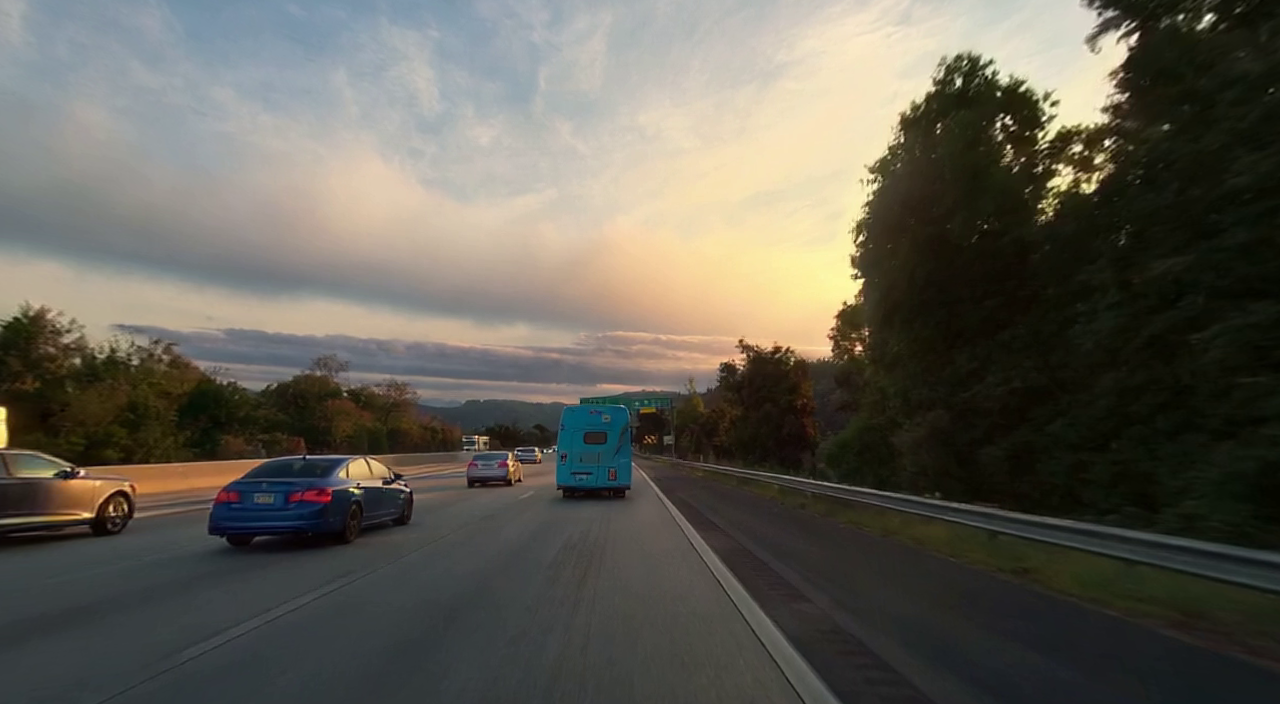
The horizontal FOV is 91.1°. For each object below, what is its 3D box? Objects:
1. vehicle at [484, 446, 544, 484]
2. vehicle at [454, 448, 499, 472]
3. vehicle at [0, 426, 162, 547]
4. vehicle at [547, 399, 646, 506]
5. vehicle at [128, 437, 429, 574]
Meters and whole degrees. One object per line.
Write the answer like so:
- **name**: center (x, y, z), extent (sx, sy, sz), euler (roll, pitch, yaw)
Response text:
- **vehicle**: center (-5.244, 4.741, 26.656), extent (1.872, 1.480, 3.545), euler (0, -9, -1)
- **vehicle**: center (-10.478, 6.921, 40.487), extent (1.886, 1.462, 4.084), euler (0, -9, -1)
- **vehicle**: center (-9.666, 1.938, 9.204), extent (2.010, 1.621, 4.252), euler (0, -9, -1)
- **vehicle**: center (-1.149, 2.827, 17.909), extent (2.394, 2.556, 5.232), euler (0, -9, -2)
- **vehicle**: center (-4.588, 1.974, 8.869), extent (1.876, 1.438, 4.072), euler (0, -9, -1)
